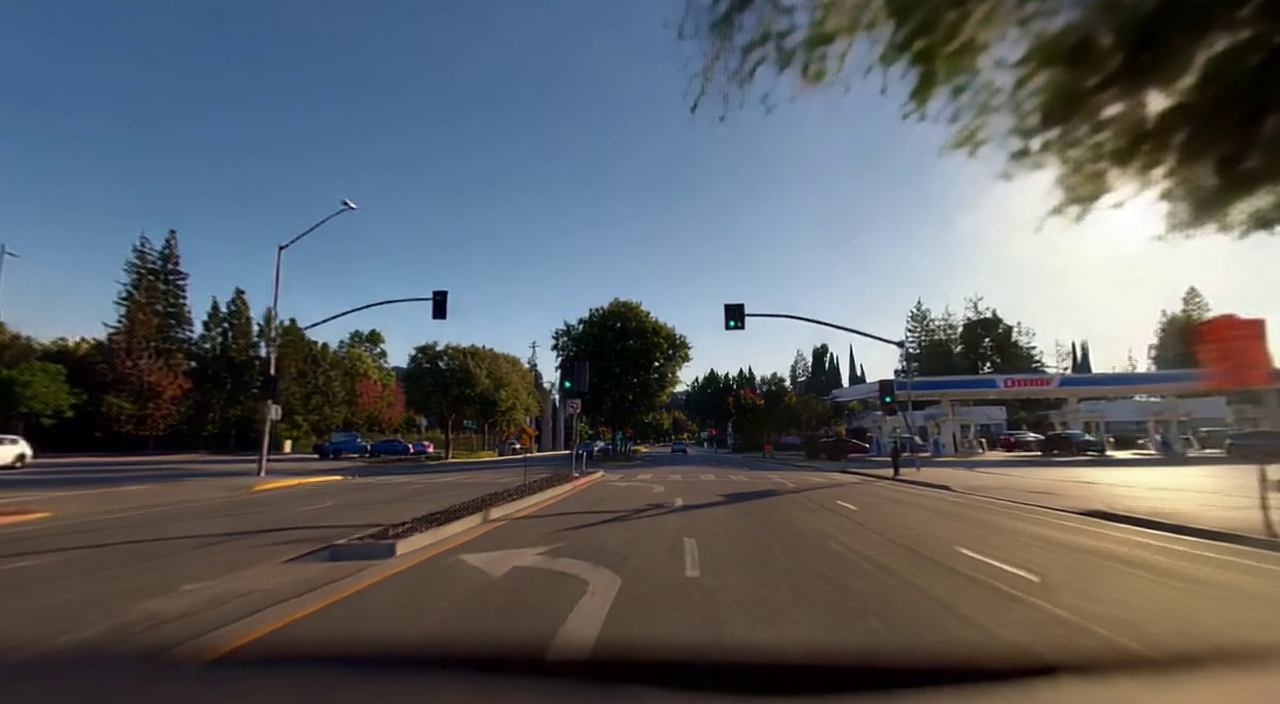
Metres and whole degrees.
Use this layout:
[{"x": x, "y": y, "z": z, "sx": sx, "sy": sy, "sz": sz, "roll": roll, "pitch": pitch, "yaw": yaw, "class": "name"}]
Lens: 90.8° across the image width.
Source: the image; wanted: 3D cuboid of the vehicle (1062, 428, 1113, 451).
[{"x": 32.823, "y": 6.405, "z": 46.269, "sx": 4.355, "sy": 1.561, "sz": 2.103, "roll": 8, "pitch": -10, "yaw": -43, "class": "vehicle"}]

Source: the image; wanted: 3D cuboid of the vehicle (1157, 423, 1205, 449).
[{"x": 36.801, "y": 5.758, "z": 42.955, "sx": 3.928, "sy": 1.684, "sz": 1.912, "roll": 8, "pitch": -12, "yaw": -43, "class": "vehicle"}]

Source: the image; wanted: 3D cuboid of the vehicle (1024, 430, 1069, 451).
[{"x": 31.147, "y": 6.805, "z": 48.362, "sx": 4.406, "sy": 1.480, "sz": 1.815, "roll": 8, "pitch": -12, "yaw": -44, "class": "vehicle"}]

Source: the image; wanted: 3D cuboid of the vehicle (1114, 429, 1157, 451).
[{"x": 34.702, "y": 6.169, "z": 44.218, "sx": 3.931, "sy": 1.422, "sz": 1.771, "roll": 8, "pitch": -12, "yaw": -44, "class": "vehicle"}]
